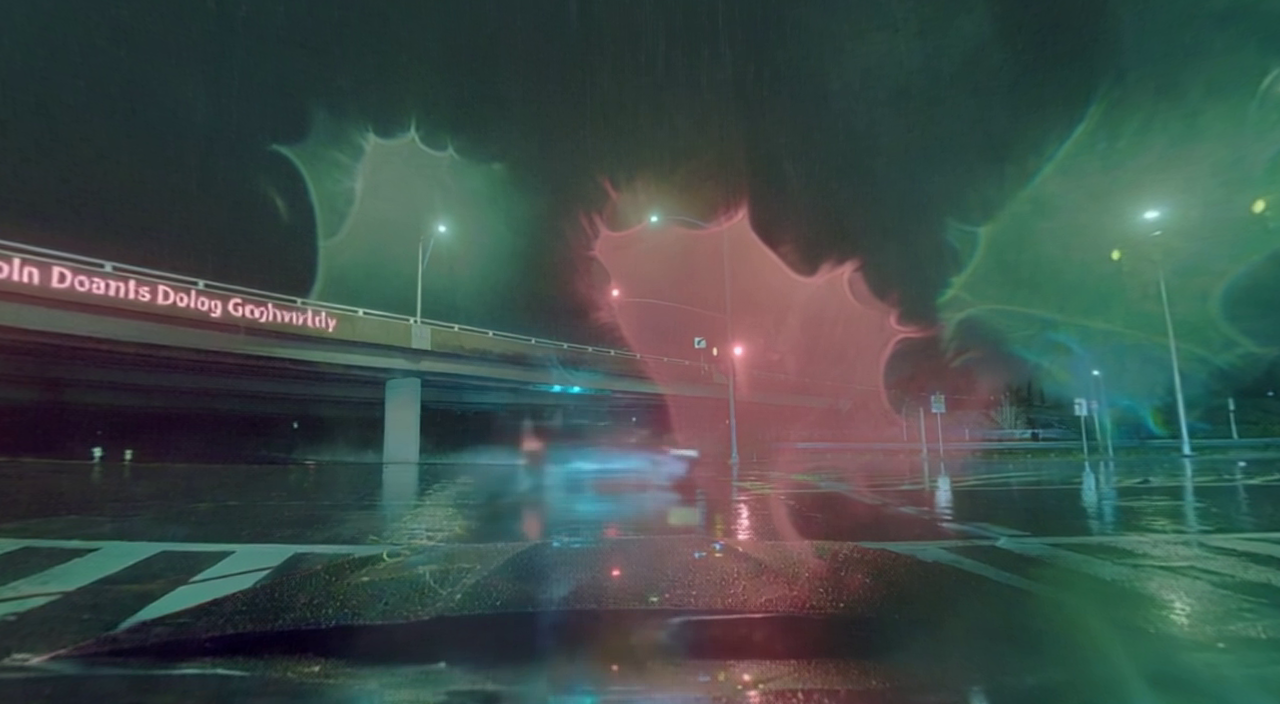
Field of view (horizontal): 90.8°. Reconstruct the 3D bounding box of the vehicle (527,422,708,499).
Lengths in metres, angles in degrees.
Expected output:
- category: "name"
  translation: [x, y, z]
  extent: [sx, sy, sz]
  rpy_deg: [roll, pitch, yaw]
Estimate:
- category: "vehicle"
  translation: [-0.524, 2.469, 14.600]
  extent: [3.897, 1.637, 1.832]
  rpy_deg: [0, -9, -3]
